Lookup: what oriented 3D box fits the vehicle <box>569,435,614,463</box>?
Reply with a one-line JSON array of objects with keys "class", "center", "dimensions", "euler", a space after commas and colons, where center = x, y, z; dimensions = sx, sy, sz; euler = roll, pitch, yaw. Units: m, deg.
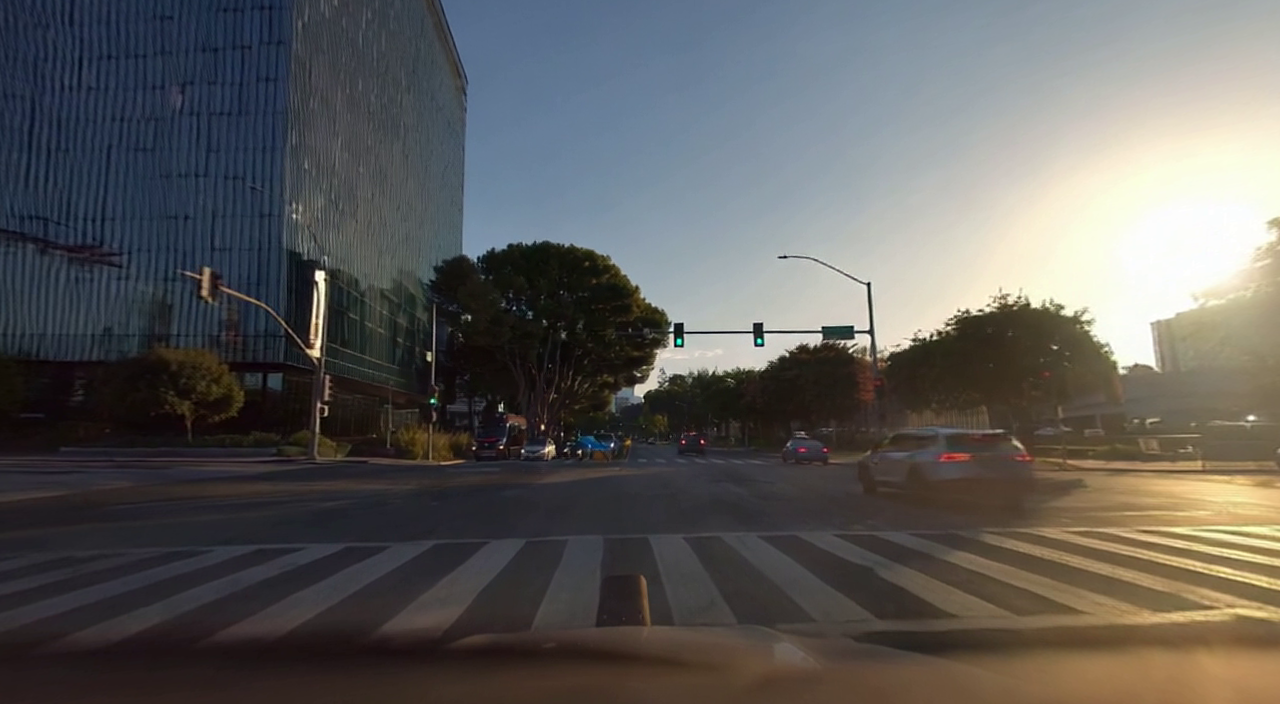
[{"class": "vehicle", "center": [-2.760, 5.686, 36.869], "dimensions": [2.147, 1.481, 4.331], "euler": [0, -8, 2]}]

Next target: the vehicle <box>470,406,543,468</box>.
[{"class": "vehicle", "center": [-9.195, 5.803, 44.311], "dimensions": [3.191, 3.314, 7.914], "euler": [-6, -2, 0]}]

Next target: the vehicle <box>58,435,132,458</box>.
[{"class": "vehicle", "center": [-35.515, 6.170, 41.018], "dimensions": [1.628, 1.448, 3.621], "euler": [1, -9, -2]}]

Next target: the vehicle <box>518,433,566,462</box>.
[{"class": "vehicle", "center": [-6.054, 5.988, 39.374], "dimensions": [2.182, 1.677, 4.384], "euler": [0, -8, 1]}]

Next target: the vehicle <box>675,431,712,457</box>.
[{"class": "vehicle", "center": [3.858, 6.702, 45.829], "dimensions": [2.203, 1.801, 4.331], "euler": [0, -8, -1]}]

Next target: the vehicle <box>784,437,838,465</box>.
[{"class": "vehicle", "center": [9.639, 5.612, 35.702], "dimensions": [1.860, 1.460, 4.379], "euler": [0, -8, 0]}]

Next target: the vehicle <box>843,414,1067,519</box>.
[{"class": "vehicle", "center": [6.030, 2.266, 12.926], "dimensions": [2.098, 1.723, 4.881], "euler": [0, -8, 1]}]
